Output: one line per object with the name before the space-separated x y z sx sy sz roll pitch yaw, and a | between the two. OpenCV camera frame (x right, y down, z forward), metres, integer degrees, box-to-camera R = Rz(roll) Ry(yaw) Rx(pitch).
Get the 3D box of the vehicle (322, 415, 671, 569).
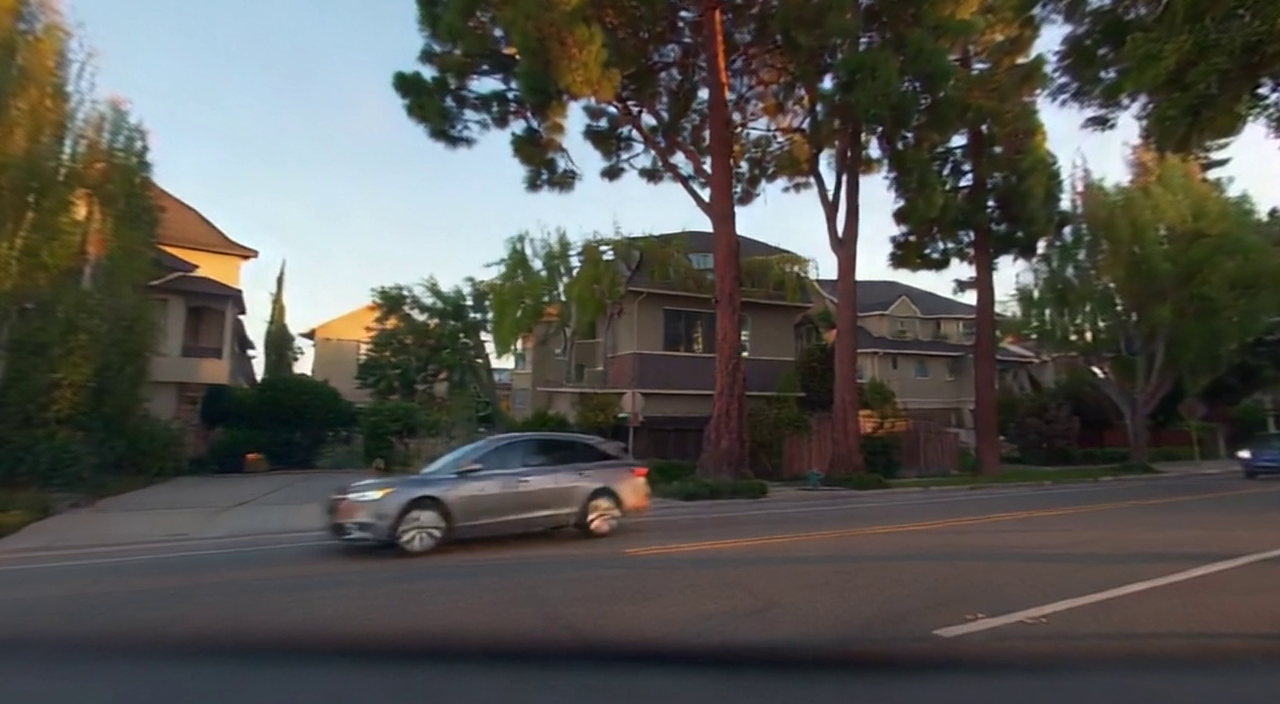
vehicle | -1.989 1.864 9.106 4.462 1.706 2.046 5 -10 -29
